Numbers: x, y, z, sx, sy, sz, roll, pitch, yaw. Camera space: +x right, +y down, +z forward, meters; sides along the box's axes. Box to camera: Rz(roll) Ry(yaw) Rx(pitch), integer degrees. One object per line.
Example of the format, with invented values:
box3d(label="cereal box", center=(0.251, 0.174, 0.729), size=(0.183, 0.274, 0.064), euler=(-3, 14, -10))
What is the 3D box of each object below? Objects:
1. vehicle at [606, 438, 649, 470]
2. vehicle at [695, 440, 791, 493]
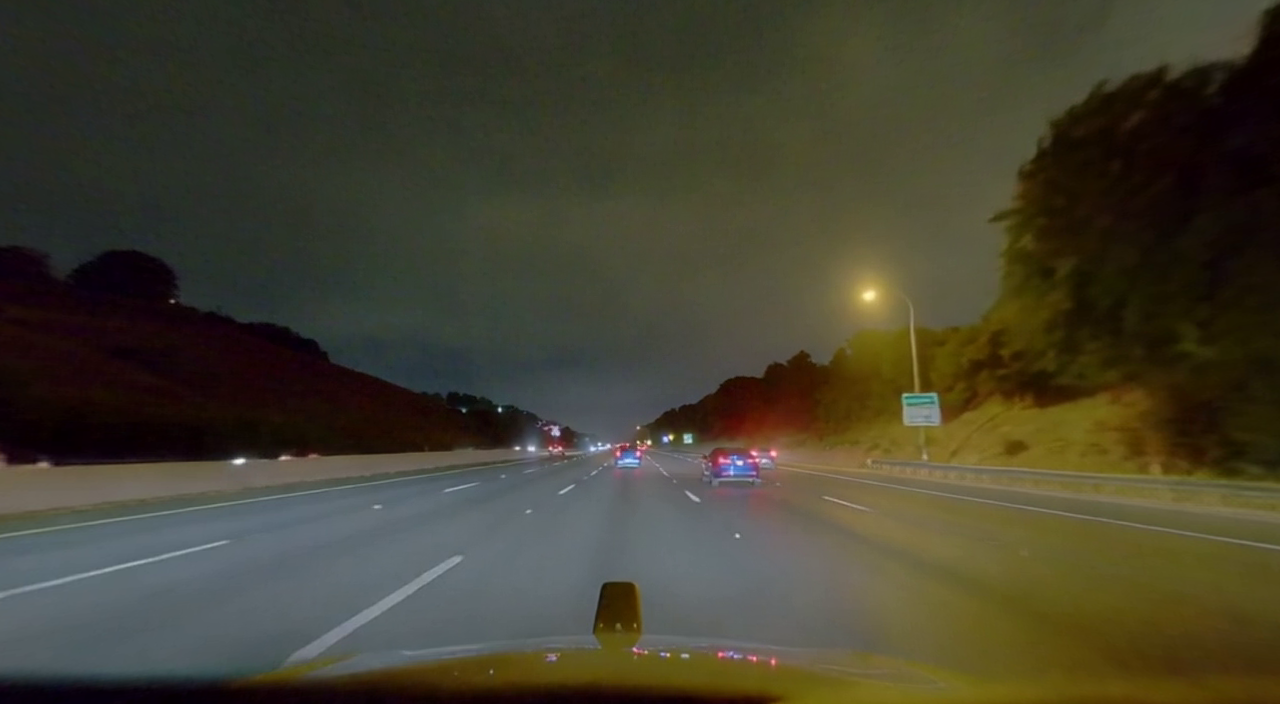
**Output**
box3d(label="vehicle", center=(-0.665, 5.663, 35.174), size=(2.277, 1.675, 4.023), euler=(0, -8, -1))
box3d(label="vehicle", center=(3.117, 3.581, 20.226), size=(2.120, 1.492, 4.734), euler=(0, -8, -2))
